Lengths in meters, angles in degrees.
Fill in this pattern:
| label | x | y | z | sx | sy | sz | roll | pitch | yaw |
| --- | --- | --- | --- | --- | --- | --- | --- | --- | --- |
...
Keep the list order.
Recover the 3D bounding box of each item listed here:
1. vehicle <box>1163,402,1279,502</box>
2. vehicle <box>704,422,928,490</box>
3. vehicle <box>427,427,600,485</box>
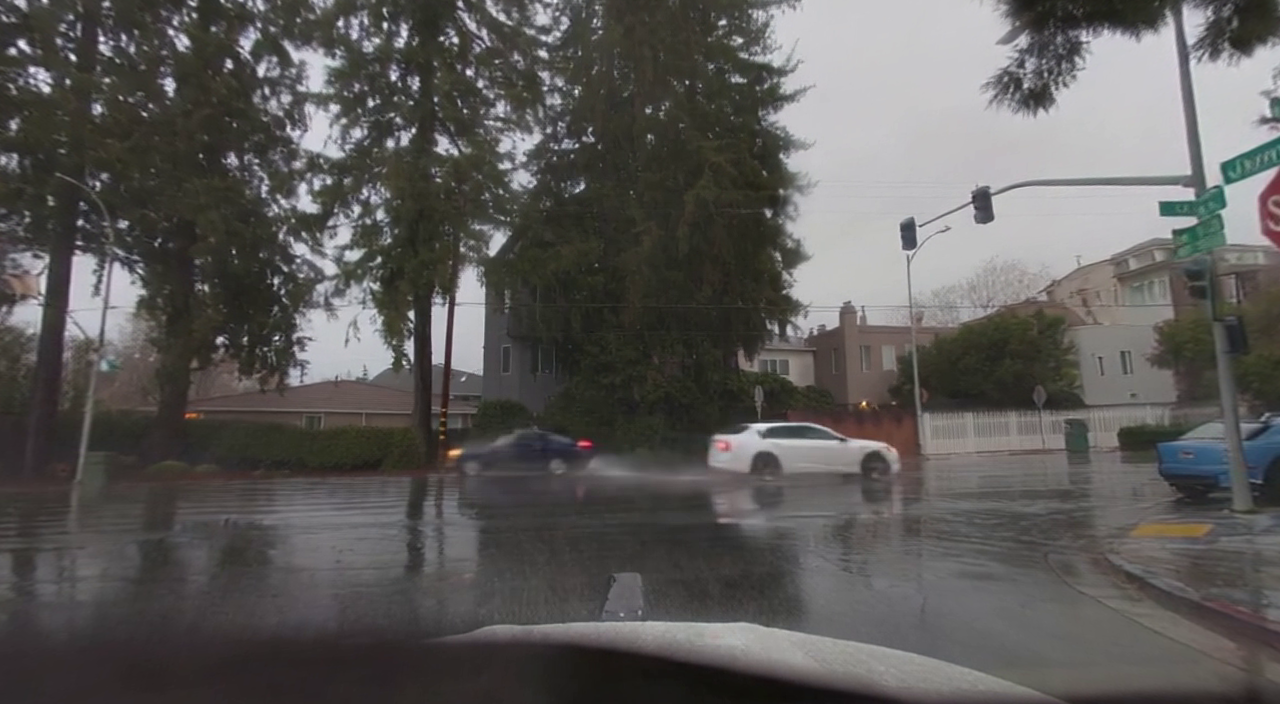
| label | x | y | z | sx | sy | sz | roll | pitch | yaw |
| --- | --- | --- | --- | --- | --- | --- | --- | --- | --- |
| vehicle | 12.793 | 1.862 | 11.941 | 4.208 | 1.685 | 2.014 | 1 | -8 | -8 |
| vehicle | 4.243 | 2.488 | 15.377 | 4.990 | 1.454 | 1.875 | 2 | -9 | -17 |
| vehicle | -3.599 | 2.922 | 17.936 | 4.548 | 1.469 | 1.864 | 3 | -9 | -20 |
